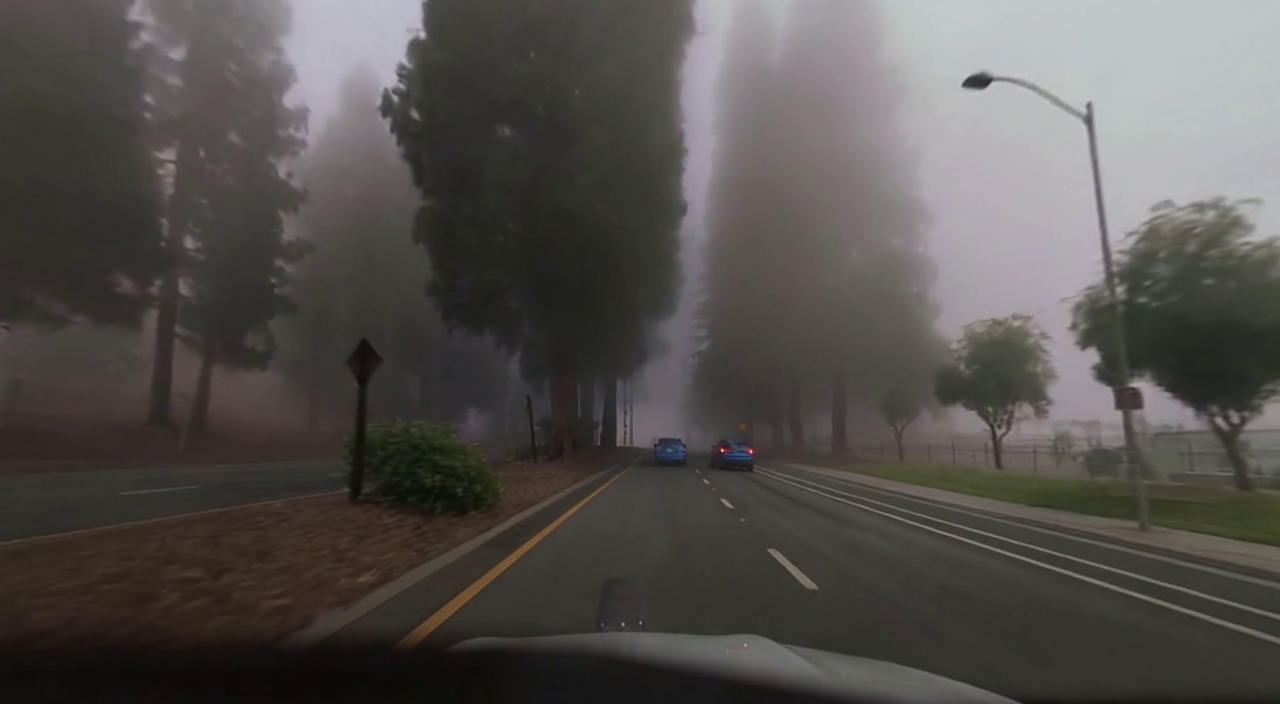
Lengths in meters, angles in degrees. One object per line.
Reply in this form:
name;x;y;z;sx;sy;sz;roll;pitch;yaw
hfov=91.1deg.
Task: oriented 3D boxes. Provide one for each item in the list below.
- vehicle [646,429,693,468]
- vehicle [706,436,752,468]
vehicle;1.448;4.907;31.987;2.251;1.822;4.391;0;-8;1
vehicle;4.835;5.477;34.529;1.971;1.663;4.287;0;-8;1
